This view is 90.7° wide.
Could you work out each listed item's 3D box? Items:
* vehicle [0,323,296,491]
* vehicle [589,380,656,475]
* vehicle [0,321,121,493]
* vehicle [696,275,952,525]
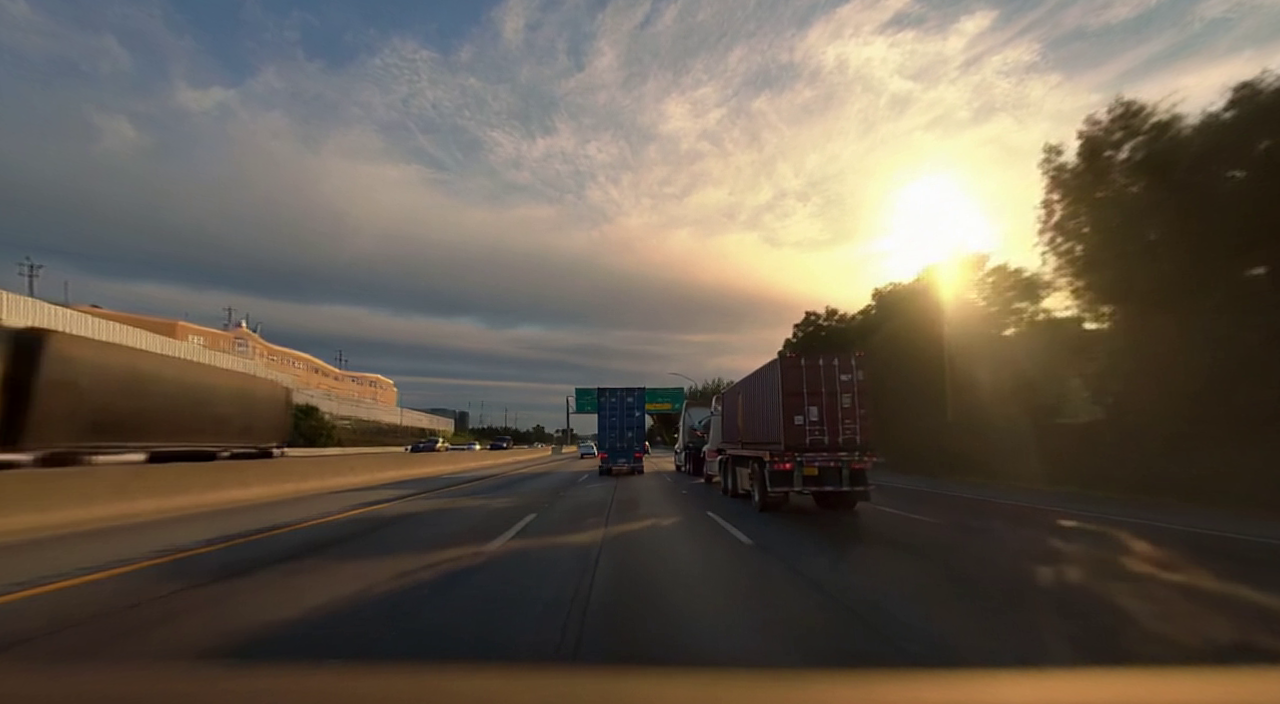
[{"bbox_3d":[-16.669,2.252,21.534,2.829,4.021,13.010,0,-9,-1],"label":"vehicle"},{"bbox_3d":[-0.704,4.114,33.147,2.841,4.071,12.046,-1,-8,0],"label":"vehicle"},{"bbox_3d":[-16.432,1.169,13.958,3.035,3.978,8.132,0,-9,-1],"label":"vehicle"},{"bbox_3d":[3.499,1.674,16.645,2.803,4.072,12.744,0,-9,0],"label":"vehicle"}]
